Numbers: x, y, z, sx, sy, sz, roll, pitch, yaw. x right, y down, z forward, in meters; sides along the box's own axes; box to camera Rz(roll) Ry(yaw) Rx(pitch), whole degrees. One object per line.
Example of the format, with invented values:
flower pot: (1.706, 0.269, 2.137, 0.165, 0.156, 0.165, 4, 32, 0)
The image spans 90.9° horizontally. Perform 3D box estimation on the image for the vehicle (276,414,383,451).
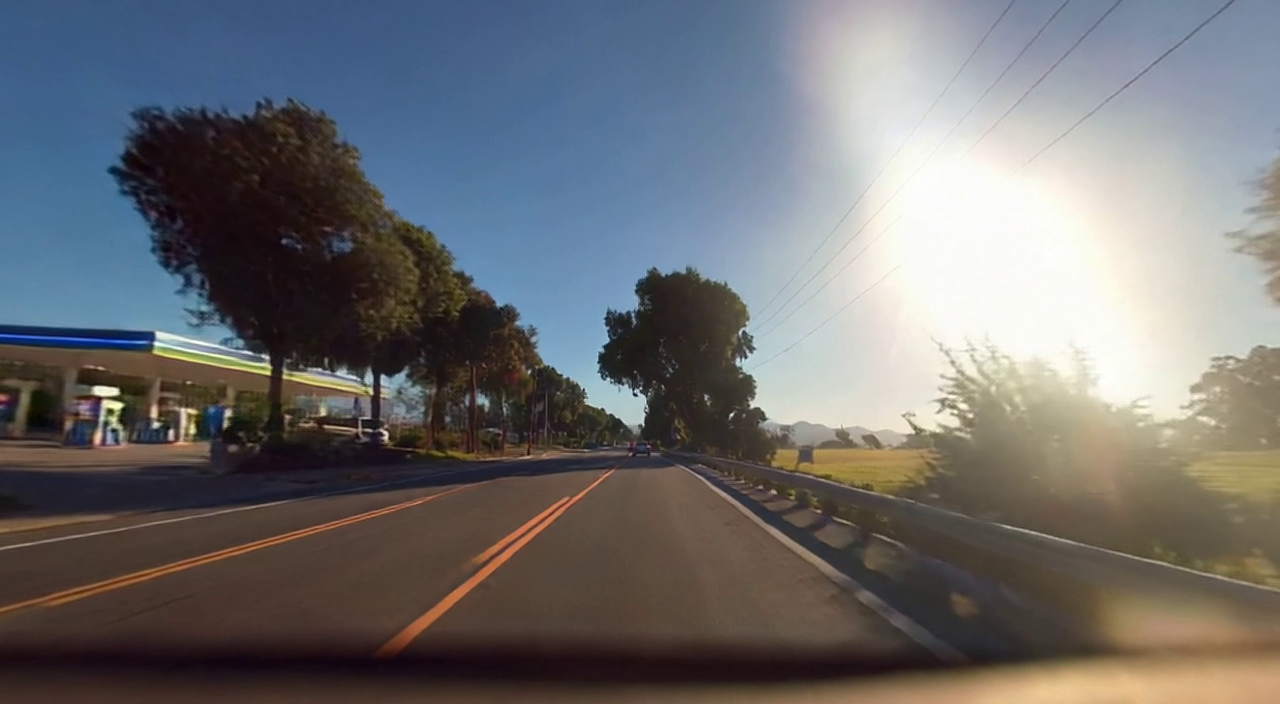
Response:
vehicle: (-22.477, 5.852, 45.777, 6.311, 2.571, 3.118, -2, -7, 12)
